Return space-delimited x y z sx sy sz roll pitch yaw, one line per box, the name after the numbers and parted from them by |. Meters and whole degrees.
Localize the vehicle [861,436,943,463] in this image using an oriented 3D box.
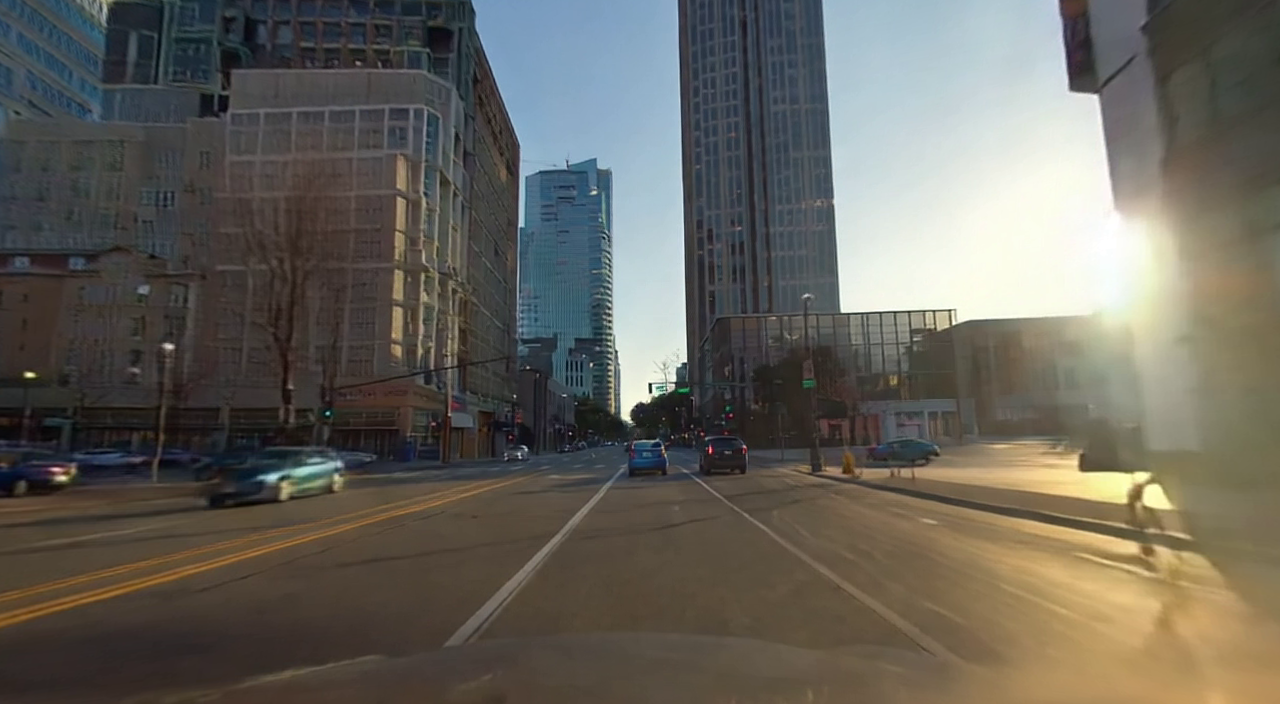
17.497 6.540 42.279 4.556 1.693 2.030 1 -9 -1 | vehicle

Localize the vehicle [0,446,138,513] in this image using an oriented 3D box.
-20.188 4.149 20.826 5.223 2.060 2.247 0 -9 1 | vehicle

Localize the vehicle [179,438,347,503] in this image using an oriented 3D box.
-10.878 3.437 18.687 2.232 1.669 4.354 0 -9 1 | vehicle

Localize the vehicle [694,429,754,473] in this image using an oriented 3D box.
3.924 4.773 30.483 2.159 1.938 4.836 0 -9 -1 | vehicle

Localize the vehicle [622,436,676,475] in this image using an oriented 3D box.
0.383 4.622 28.301 2.245 1.587 4.094 0 -9 0 | vehicle
